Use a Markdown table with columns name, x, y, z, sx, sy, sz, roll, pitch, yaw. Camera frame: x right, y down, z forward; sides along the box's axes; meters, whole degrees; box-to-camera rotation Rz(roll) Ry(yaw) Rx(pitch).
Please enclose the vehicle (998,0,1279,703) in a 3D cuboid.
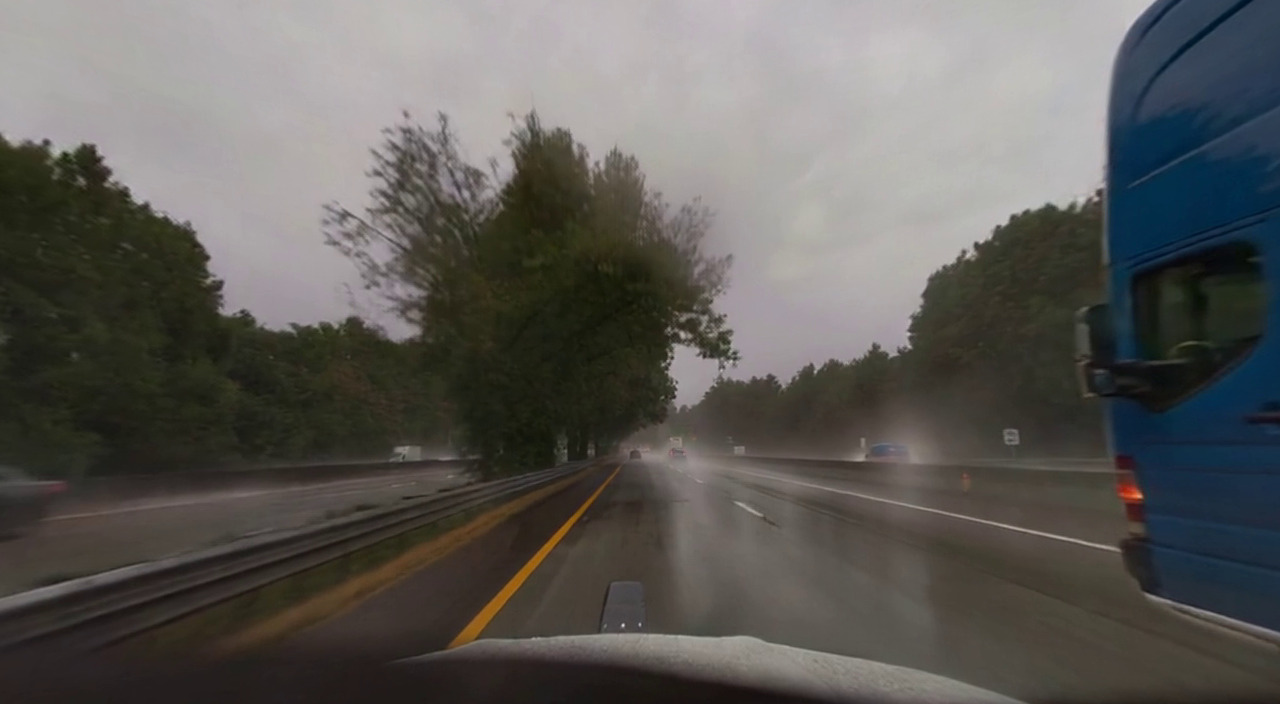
| name | x | y | z | sx | sy | sz | roll | pitch | yaw |
| --- | --- | --- | --- | --- | --- | --- | --- | --- | --- |
| vehicle | 4.009 | -0.384 | 1.044 | 3.012 | 3.933 | 6.192 | 0 | -9 | 0 |
